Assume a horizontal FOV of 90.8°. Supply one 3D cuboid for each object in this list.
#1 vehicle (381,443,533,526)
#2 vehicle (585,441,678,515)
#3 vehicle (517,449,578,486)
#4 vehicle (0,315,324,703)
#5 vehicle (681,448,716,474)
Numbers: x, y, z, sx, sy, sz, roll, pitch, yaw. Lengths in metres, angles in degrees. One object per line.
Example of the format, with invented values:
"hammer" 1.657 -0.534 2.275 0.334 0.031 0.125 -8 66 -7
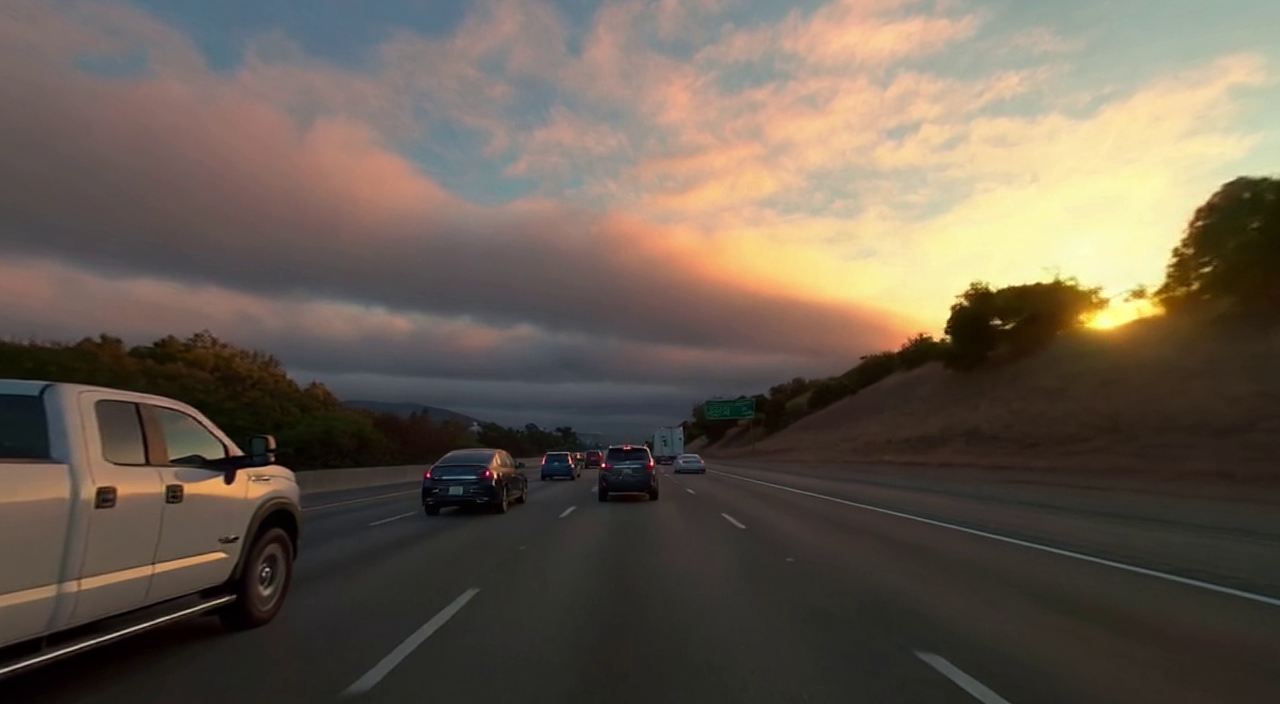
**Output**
"vehicle" -3.732 2.784 13.833 1.988 1.501 4.438 0 -9 0
"vehicle" -0.198 2.994 15.406 1.996 1.574 3.426 0 -9 -1
"vehicle" -3.995 5.056 27.947 1.999 1.484 4.269 0 -9 0
"vehicle" -3.921 0.831 2.981 2.243 1.889 4.949 0 -9 0
"vehicle" 3.762 7.087 41.173 1.858 1.537 3.838 0 -9 -1
